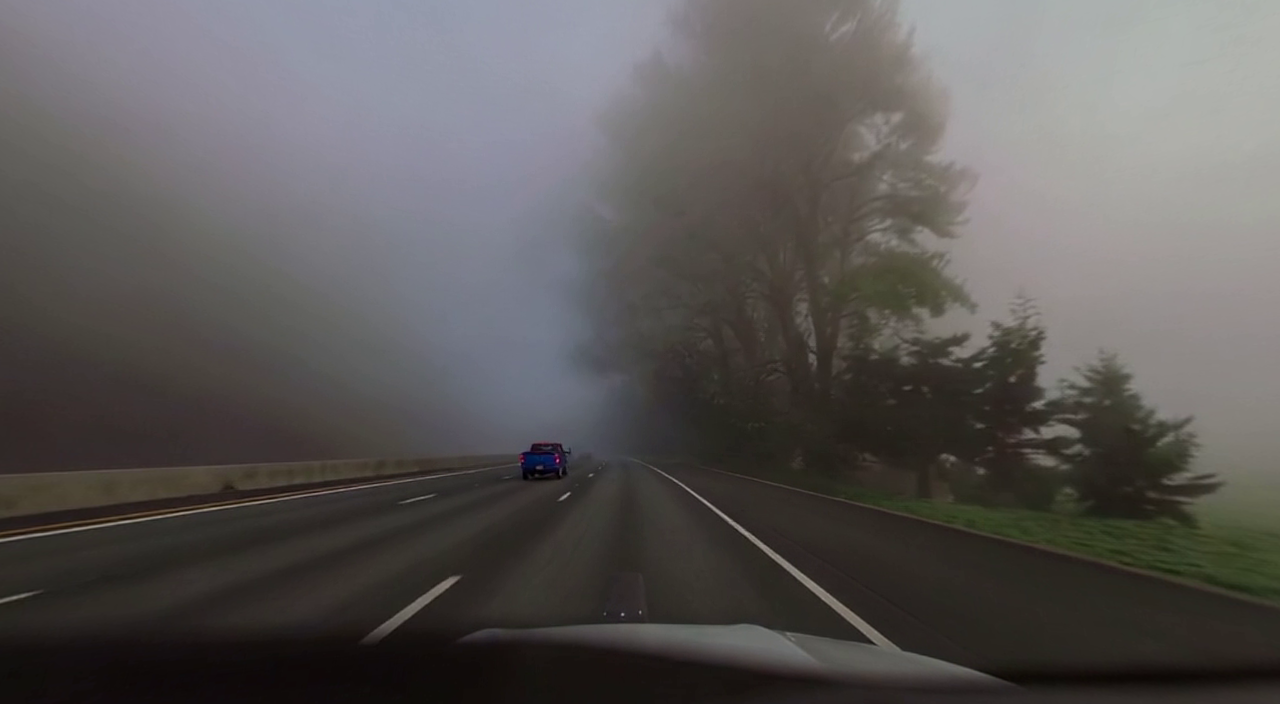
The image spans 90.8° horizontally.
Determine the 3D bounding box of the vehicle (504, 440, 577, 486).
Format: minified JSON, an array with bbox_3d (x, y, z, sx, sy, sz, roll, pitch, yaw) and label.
[{"bbox_3d":[-3.990,4.563,26.208,2.279,1.683,4.726,0,-9,-1],"label":"vehicle"}]
